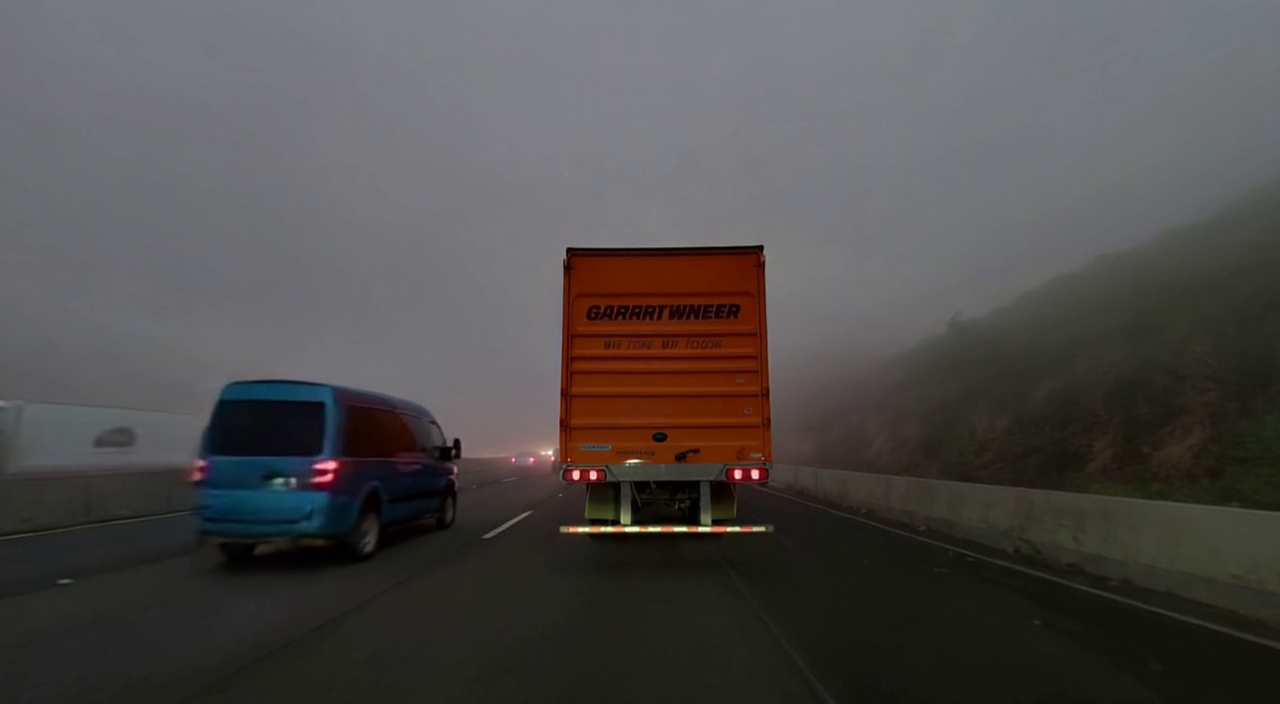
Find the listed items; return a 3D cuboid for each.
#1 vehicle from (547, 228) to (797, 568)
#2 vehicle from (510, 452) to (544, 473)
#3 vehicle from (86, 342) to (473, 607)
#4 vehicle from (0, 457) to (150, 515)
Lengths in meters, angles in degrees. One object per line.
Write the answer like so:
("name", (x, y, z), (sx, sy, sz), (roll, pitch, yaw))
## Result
("vehicle", (0.427, 1.294, 12.725), (2.853, 4.054, 10.557), (0, -9, 1))
("vehicle", (-8.242, 8.048, 46.169), (1.828, 1.502, 3.385), (0, -9, 1))
("vehicle", (-4.115, 1.554, 8.681), (2.208, 2.522, 5.187), (0, -9, -1))
("vehicle", (-17.087, 3.845, 18.535), (1.878, 1.441, 4.330), (0, -9, 0))
